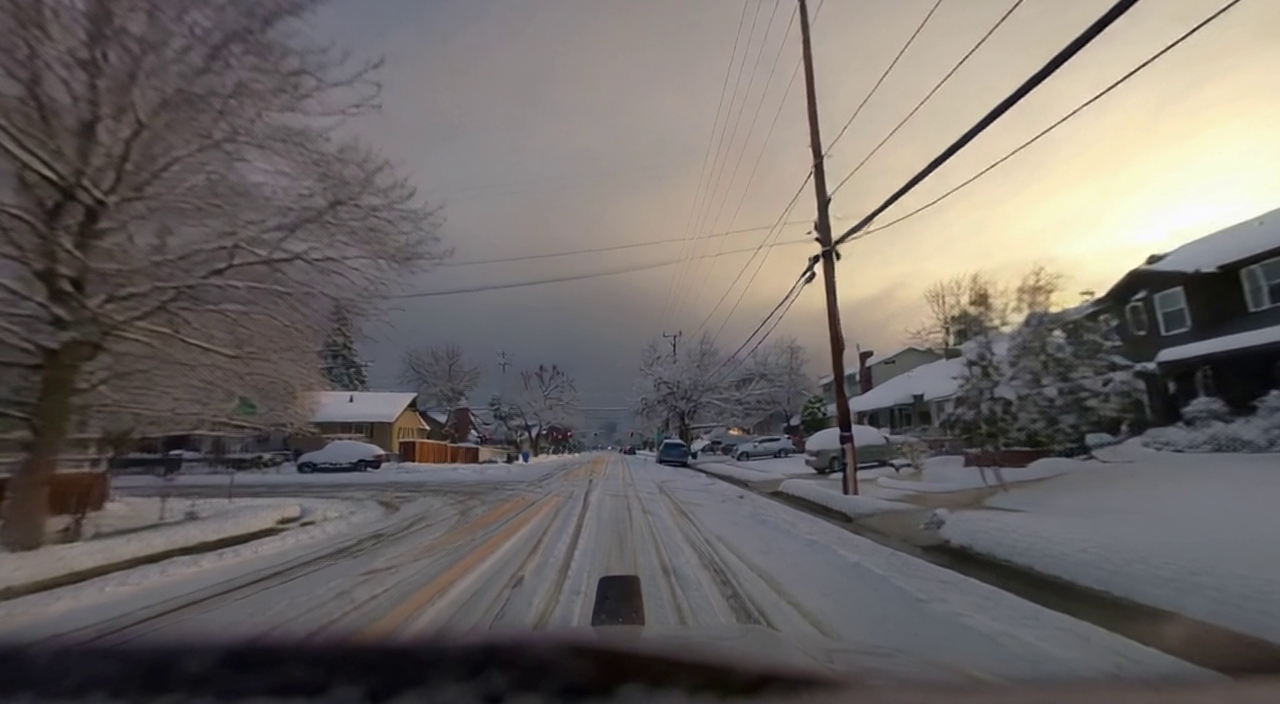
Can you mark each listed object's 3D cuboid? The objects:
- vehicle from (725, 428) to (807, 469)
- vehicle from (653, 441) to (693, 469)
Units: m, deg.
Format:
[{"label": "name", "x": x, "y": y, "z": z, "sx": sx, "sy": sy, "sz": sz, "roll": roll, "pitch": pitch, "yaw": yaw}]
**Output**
[{"label": "vehicle", "x": 8.393, "y": 6.476, "z": 42.511, "sx": 4.801, "sy": 2.139, "sz": 2.164, "roll": -6, "pitch": -8, "yaw": -3}, {"label": "vehicle", "x": 2.449, "y": 7.820, "z": 48.013, "sx": 2.214, "sy": 1.962, "sz": 4.733, "roll": 1, "pitch": -9, "yaw": -8}]
